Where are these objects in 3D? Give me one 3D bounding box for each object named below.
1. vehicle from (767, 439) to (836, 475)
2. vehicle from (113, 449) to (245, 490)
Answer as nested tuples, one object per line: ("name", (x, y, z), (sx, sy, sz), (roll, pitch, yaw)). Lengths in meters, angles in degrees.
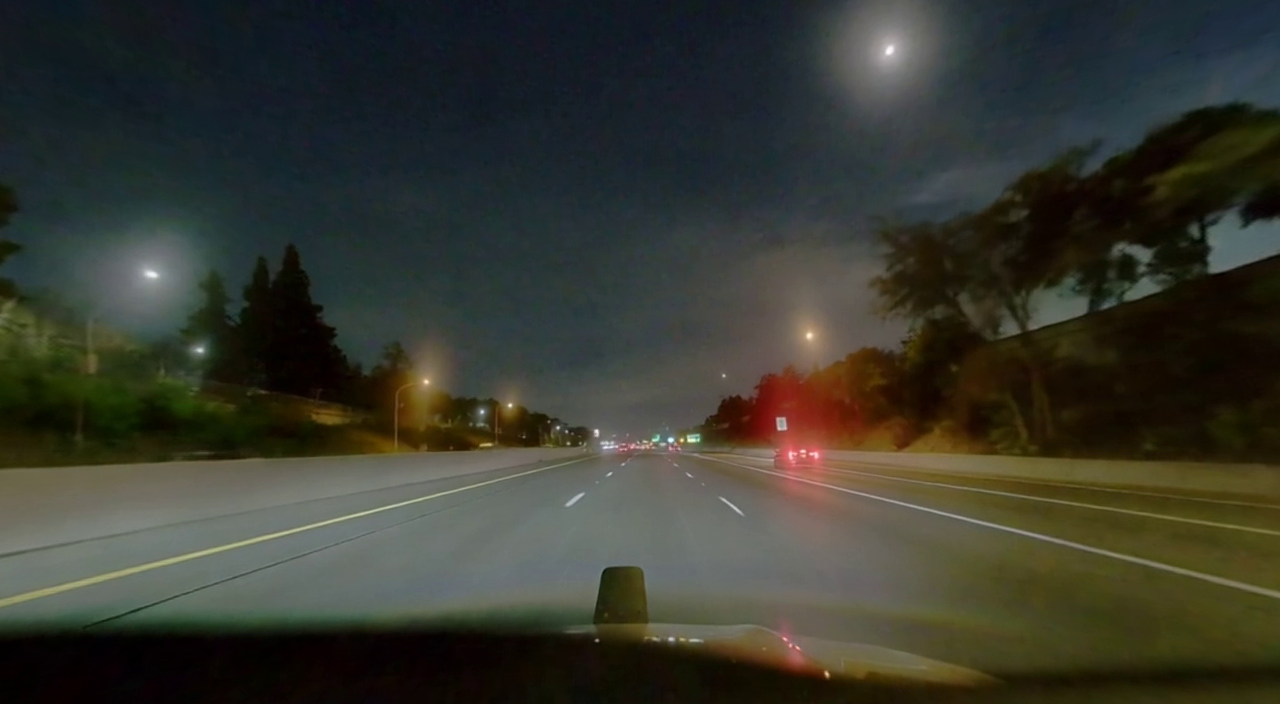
("vehicle", (7.240, 4.754, 28.816), (1.914, 1.465, 4.574), (0, -8, 0))
("vehicle", (-18.794, 4.785, 26.039), (1.953, 1.469, 4.574), (0, -8, 0))
